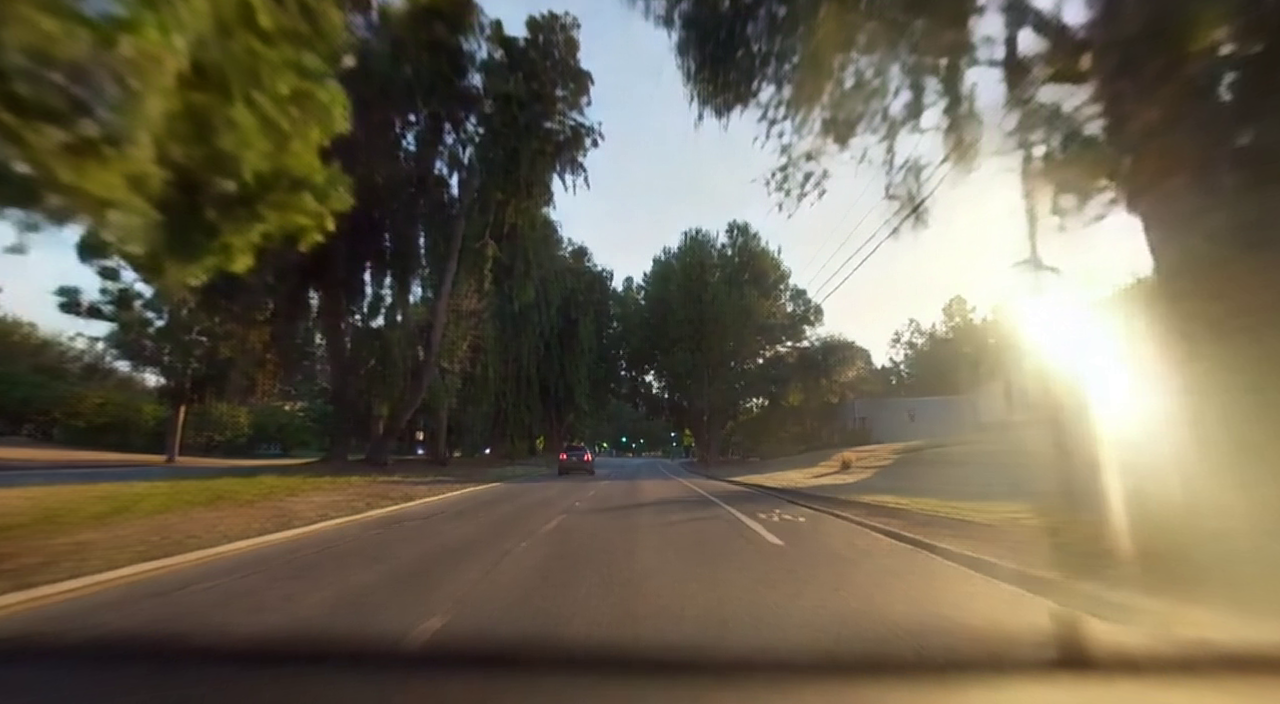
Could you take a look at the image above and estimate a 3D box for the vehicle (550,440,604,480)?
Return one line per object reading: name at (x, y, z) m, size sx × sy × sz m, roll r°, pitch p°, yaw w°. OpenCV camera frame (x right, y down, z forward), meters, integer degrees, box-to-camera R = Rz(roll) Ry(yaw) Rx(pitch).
vehicle at (-2.837, 5.005, 29.433) m, size 2.016 × 1.694 × 4.335 m, roll 0°, pitch -8°, yaw 1°
